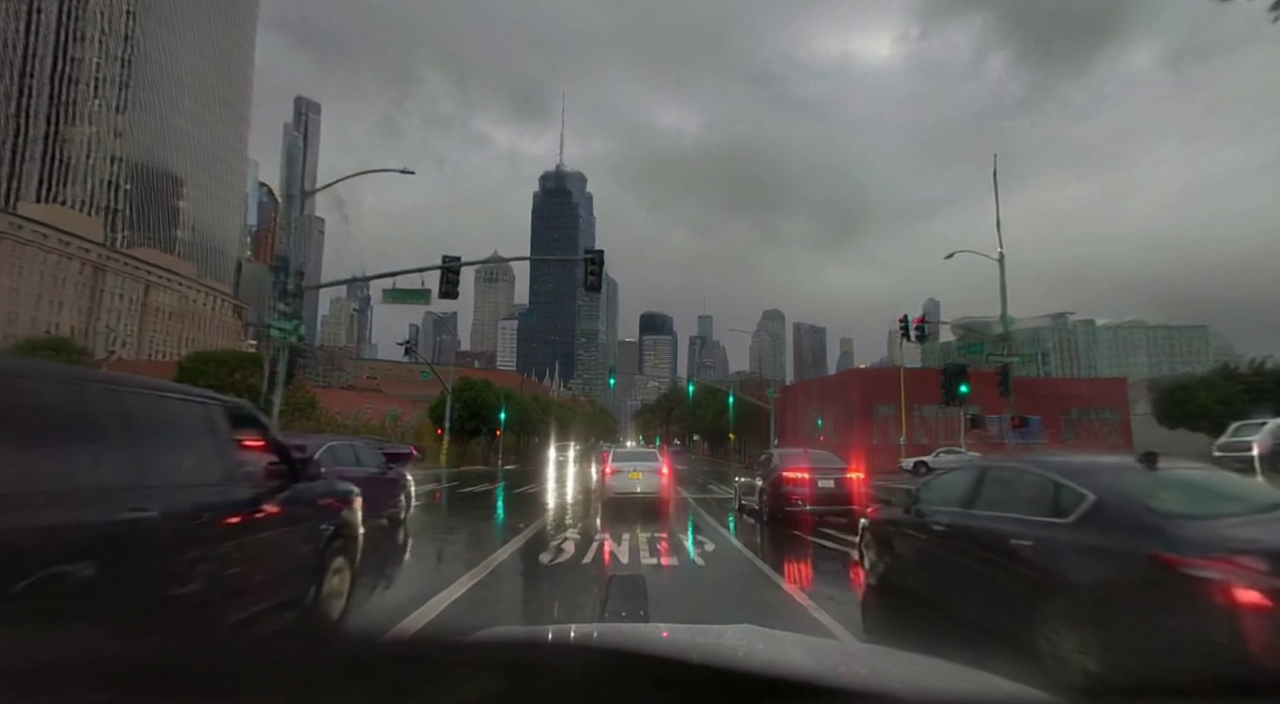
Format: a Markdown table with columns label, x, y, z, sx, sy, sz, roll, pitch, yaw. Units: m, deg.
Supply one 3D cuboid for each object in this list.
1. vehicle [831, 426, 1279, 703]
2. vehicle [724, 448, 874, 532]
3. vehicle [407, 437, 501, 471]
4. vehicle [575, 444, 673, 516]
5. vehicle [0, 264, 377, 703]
| label | x | y | z | sx | sy | sz | roll | pitch | yaw |
| --- | --- | --- | --- | --- | --- | --- | --- | --- | --- |
| vehicle | 3.298 | 1.453 | 5.197 | 1.973 | 1.537 | 4.533 | 0 | -8 | -1 |
| vehicle | 3.140 | 2.807 | 13.545 | 1.942 | 1.443 | 4.468 | 0 | -8 | -2 |
| vehicle | -9.902 | 5.419 | 33.557 | 4.556 | 1.689 | 1.982 | -4 | -9 | 25 |
| vehicle | -0.417 | 2.935 | 15.029 | 2.031 | 1.461 | 3.763 | 0 | -8 | -3 |
| vehicle | -2.935 | 0.868 | 2.959 | 1.683 | 2.039 | 3.703 | 0 | -8 | 1 |
